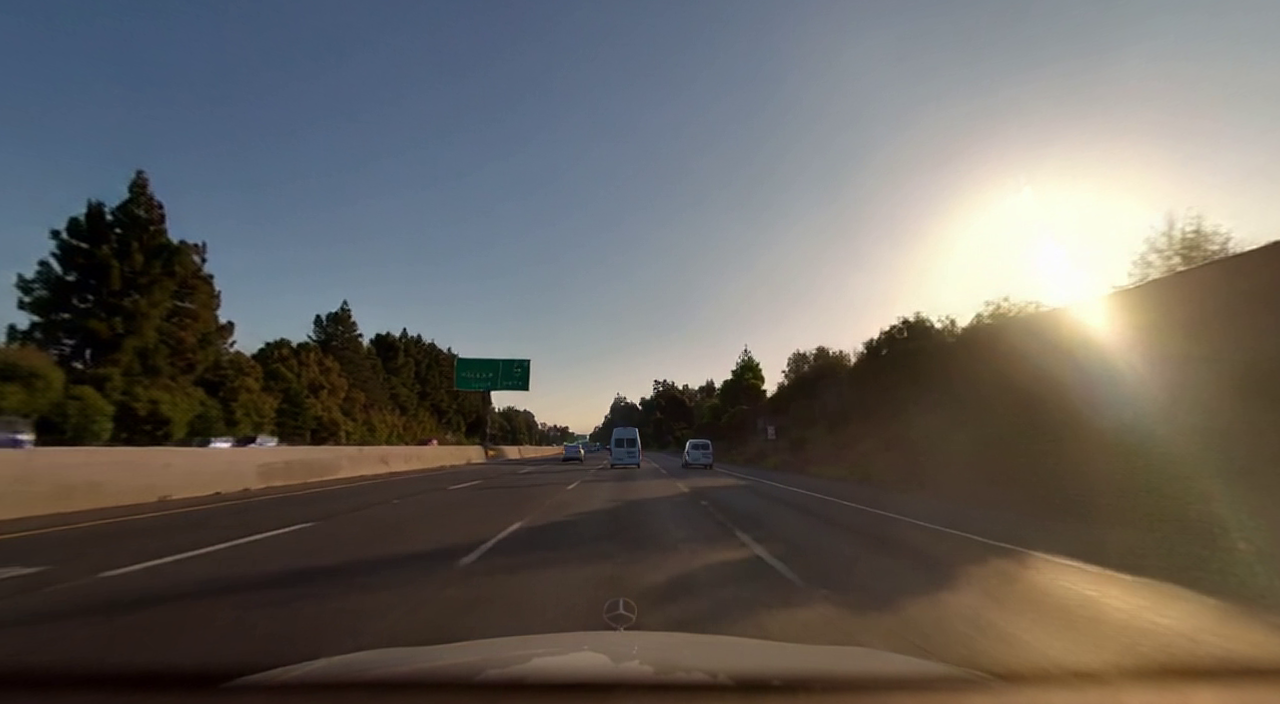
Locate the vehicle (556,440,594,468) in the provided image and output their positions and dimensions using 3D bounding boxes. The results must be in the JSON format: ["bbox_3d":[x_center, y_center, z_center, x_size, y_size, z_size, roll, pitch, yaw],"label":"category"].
[{"bbox_3d":[-4.186,6.642,41.457,2.023,1.709,4.263,0,-8,0],"label":"vehicle"}]

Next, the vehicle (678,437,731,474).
[{"bbox_3d":[3.251,5.339,32.870,2.160,1.759,4.214,0,-8,-2],"label":"vehicle"}]

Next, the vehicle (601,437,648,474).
[{"bbox_3d":[-0.787,5.336,32.759,2.297,1.783,4.355,0,-8,-1],"label":"vehicle"}]

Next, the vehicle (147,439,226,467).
[{"bbox_3d":[-25.340,5.639,35.432,1.839,1.462,3.514,0,-8,-1],"label":"vehicle"}]
